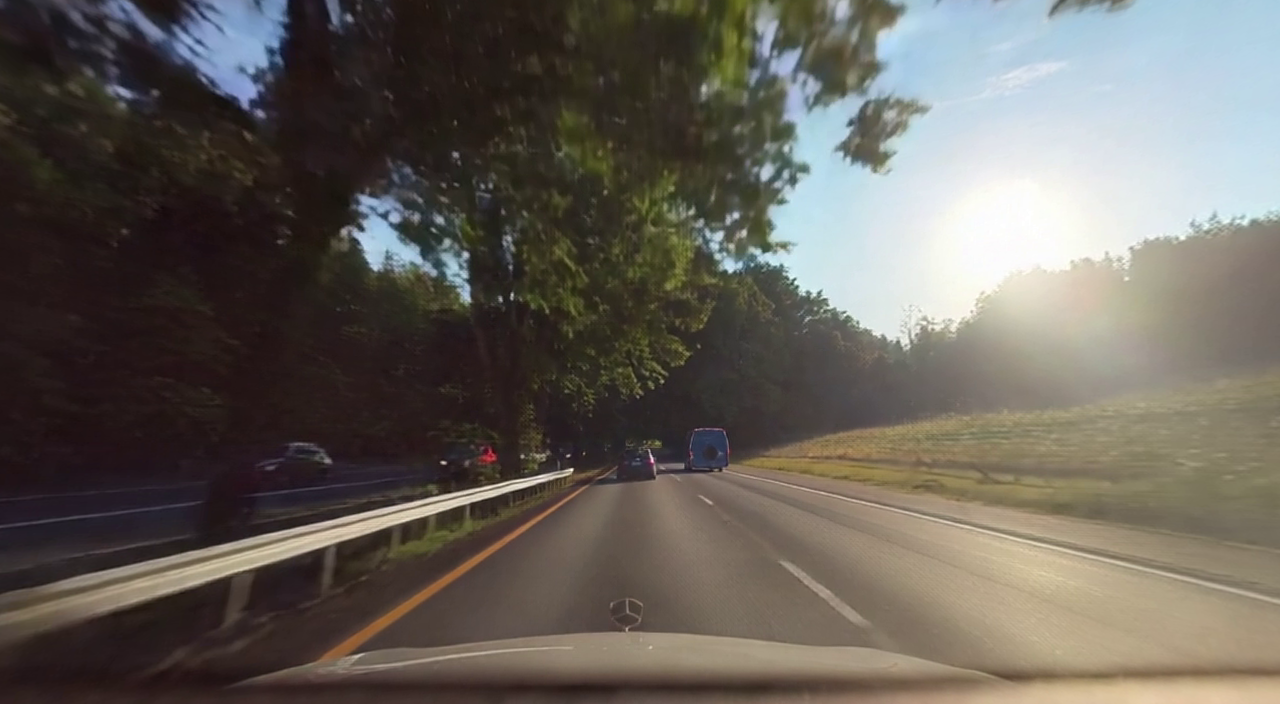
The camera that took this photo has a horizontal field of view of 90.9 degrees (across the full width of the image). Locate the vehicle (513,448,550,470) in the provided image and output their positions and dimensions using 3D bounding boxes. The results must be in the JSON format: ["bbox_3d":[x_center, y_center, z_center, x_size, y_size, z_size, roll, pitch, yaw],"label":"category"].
[{"bbox_3d":[-7.791,7.699,45.649,1.898,1.464,4.386,0,-9,0],"label":"vehicle"}]

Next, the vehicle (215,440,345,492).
[{"bbox_3d":[-12.100,3.852,21.563,1.893,1.567,4.231,0,-9,0],"label":"vehicle"}]

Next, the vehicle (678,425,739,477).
[{"bbox_3d":[3.690,5.511,35.214,2.513,2.633,5.930,0,-9,-2],"label":"vehicle"}]

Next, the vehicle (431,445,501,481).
[{"bbox_3d":[-7.480,4.790,27.472,1.833,1.444,4.120,0,-9,0],"label":"vehicle"}]

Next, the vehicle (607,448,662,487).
[{"bbox_3d":[-0.226,4.605,25.393,2.037,1.417,3.885,0,-9,0],"label":"vehicle"}]
